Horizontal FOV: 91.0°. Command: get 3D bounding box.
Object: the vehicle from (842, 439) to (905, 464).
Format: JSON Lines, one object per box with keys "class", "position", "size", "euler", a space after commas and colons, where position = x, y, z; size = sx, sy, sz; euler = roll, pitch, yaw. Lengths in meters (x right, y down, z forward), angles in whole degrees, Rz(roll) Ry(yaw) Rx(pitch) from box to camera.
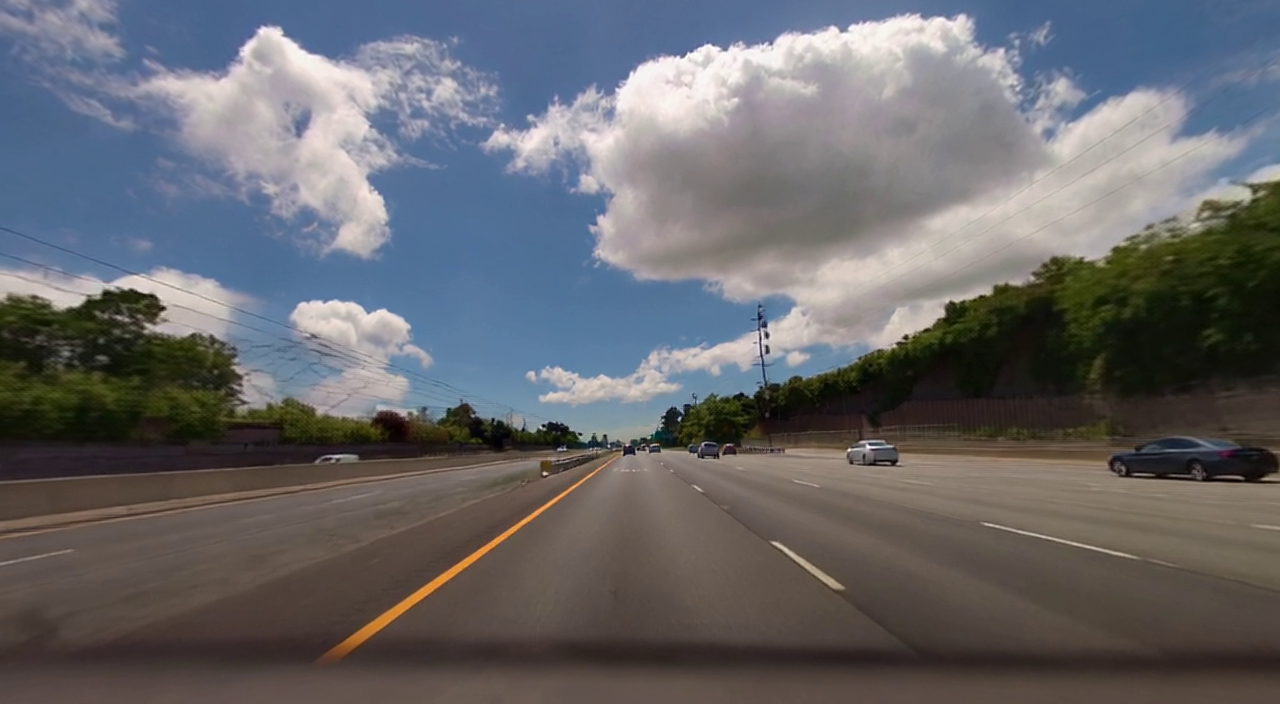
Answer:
{"class": "vehicle", "position": [14.566, 6.226, 39.513], "size": [2.089, 1.484, 4.573], "euler": [0, -8, -1]}
